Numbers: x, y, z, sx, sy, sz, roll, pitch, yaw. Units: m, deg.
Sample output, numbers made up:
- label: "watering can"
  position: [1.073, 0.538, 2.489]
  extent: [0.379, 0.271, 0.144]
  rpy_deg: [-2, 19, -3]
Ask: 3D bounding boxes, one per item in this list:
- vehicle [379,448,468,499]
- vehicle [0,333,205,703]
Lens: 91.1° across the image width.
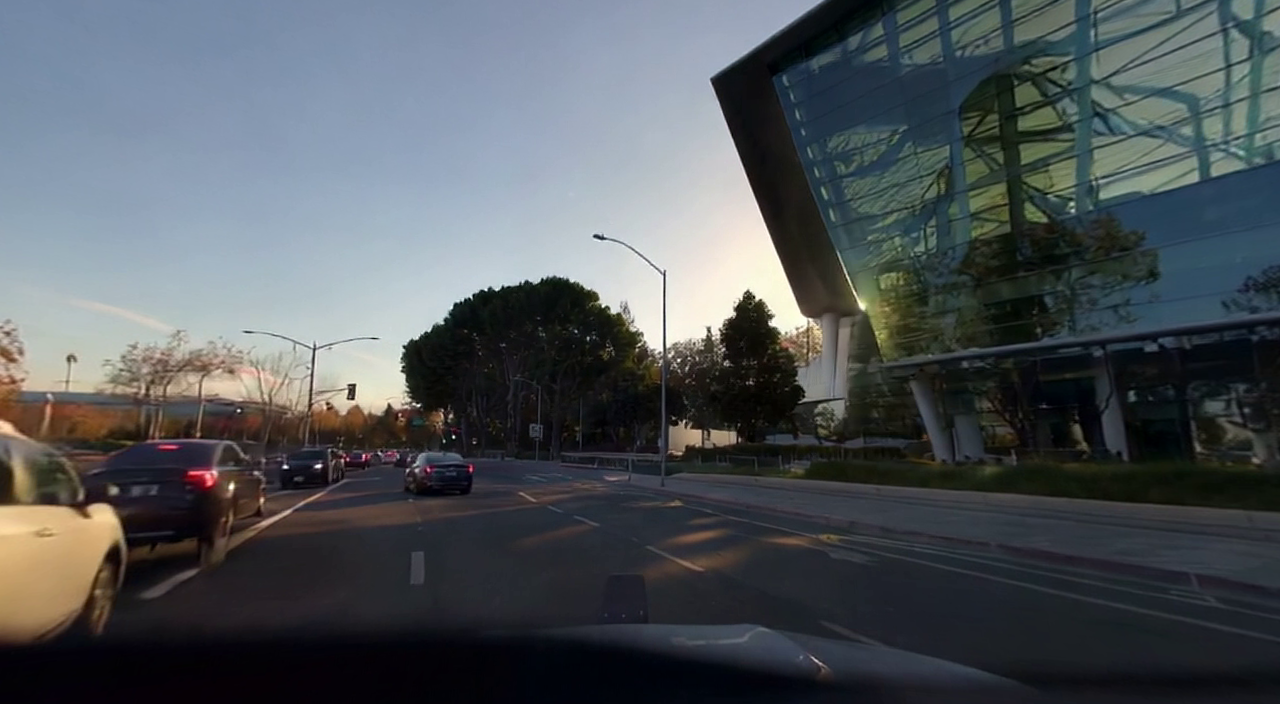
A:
- label: "vehicle"
  position: [-7.652, 4.109, 21.819]
  extent: [2.205, 1.537, 4.895]
  rpy_deg: [4, -9, -27]
- label: "vehicle"
  position: [-4.585, 1.082, 4.044]
  extent: [2.275, 1.819, 4.883]
  rpy_deg: [4, -10, -28]
